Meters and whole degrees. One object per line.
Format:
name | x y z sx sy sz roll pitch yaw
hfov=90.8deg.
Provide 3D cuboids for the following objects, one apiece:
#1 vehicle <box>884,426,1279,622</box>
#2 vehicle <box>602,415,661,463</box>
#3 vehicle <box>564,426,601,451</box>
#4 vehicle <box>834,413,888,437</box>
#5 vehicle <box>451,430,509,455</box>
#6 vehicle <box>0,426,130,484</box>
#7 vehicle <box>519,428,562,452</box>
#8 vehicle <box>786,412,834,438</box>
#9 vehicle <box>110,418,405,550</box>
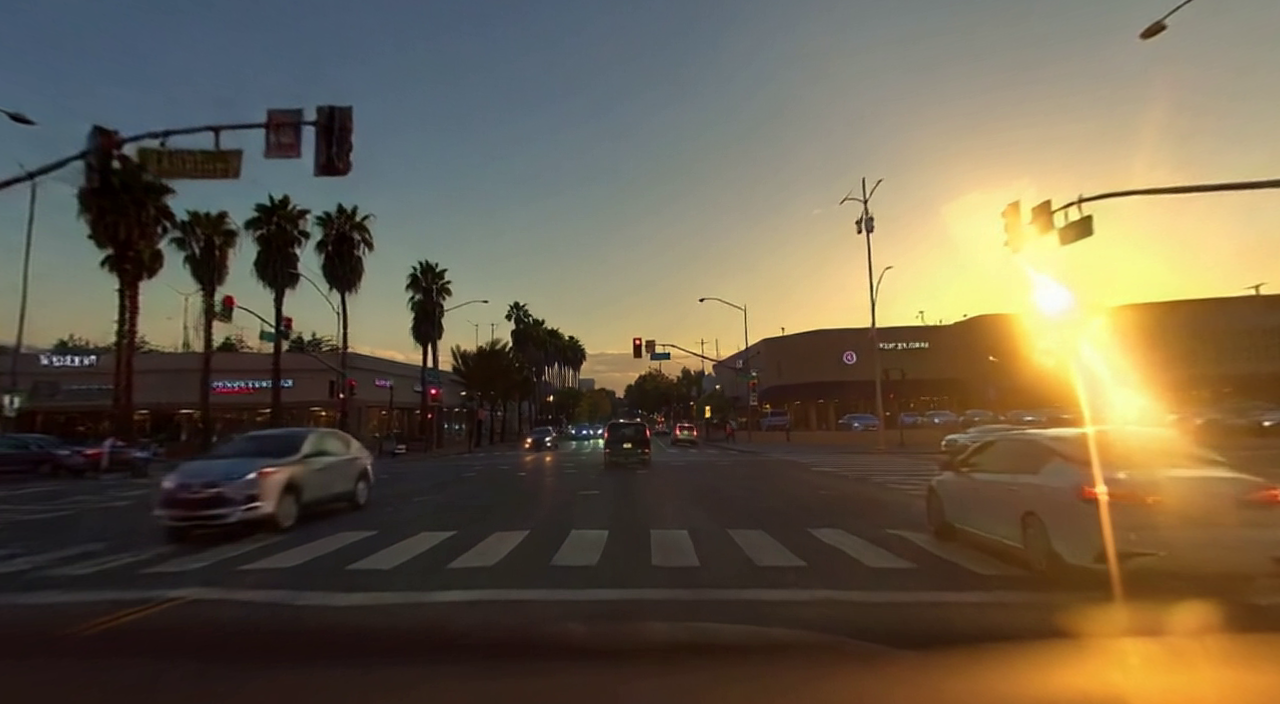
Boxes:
vehicle | 4.559 1.635 7.114 1.963 1.449 4.653 -1 -8 3
vehicle | -0.369 3.668 26.473 2.264 1.798 4.531 0 -8 -1
vehicle | -3.592 5.544 40.189 1.921 1.491 4.332 0 -8 1
vehicle | 14.134 4.732 40.645 1.797 1.443 4.451 -1 -7 -1
vehicle | -9.933 5.710 39.686 2.002 1.470 4.388 -1 -9 8
vehicle | -20.881 3.462 21.308 5.674 1.804 2.190 -1 -8 5
vehicle | -6.561 5.883 42.235 2.032 1.508 4.661 0 -8 1
vehicle | 11.419 5.001 42.718 1.899 1.550 4.531 -1 -9 -1
vehicle | -5.777 2.033 10.441 2.040 1.670 4.508 0 -8 0
